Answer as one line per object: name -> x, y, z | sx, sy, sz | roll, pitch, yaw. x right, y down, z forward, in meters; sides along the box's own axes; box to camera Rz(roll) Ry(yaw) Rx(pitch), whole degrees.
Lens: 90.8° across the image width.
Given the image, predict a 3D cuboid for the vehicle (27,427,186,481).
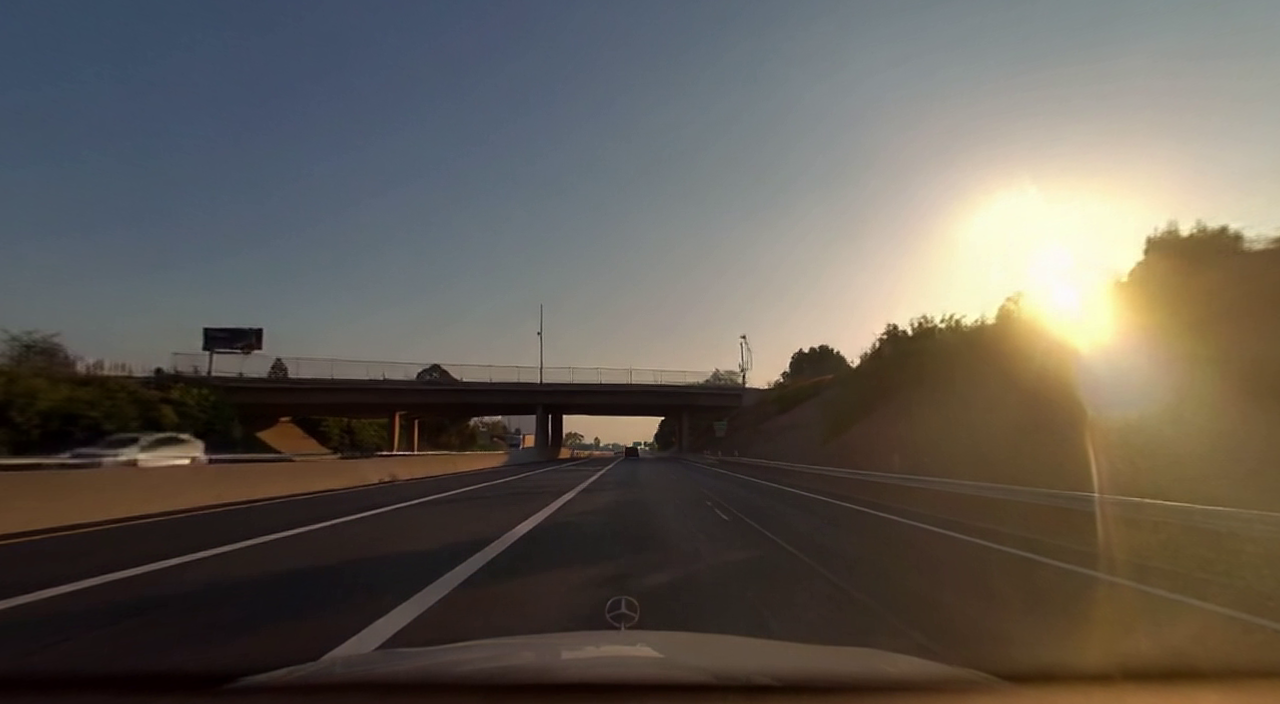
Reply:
vehicle -> -19.601, 3.777, 23.506 | 2.016, 1.787, 4.393 | 0, -9, 0
